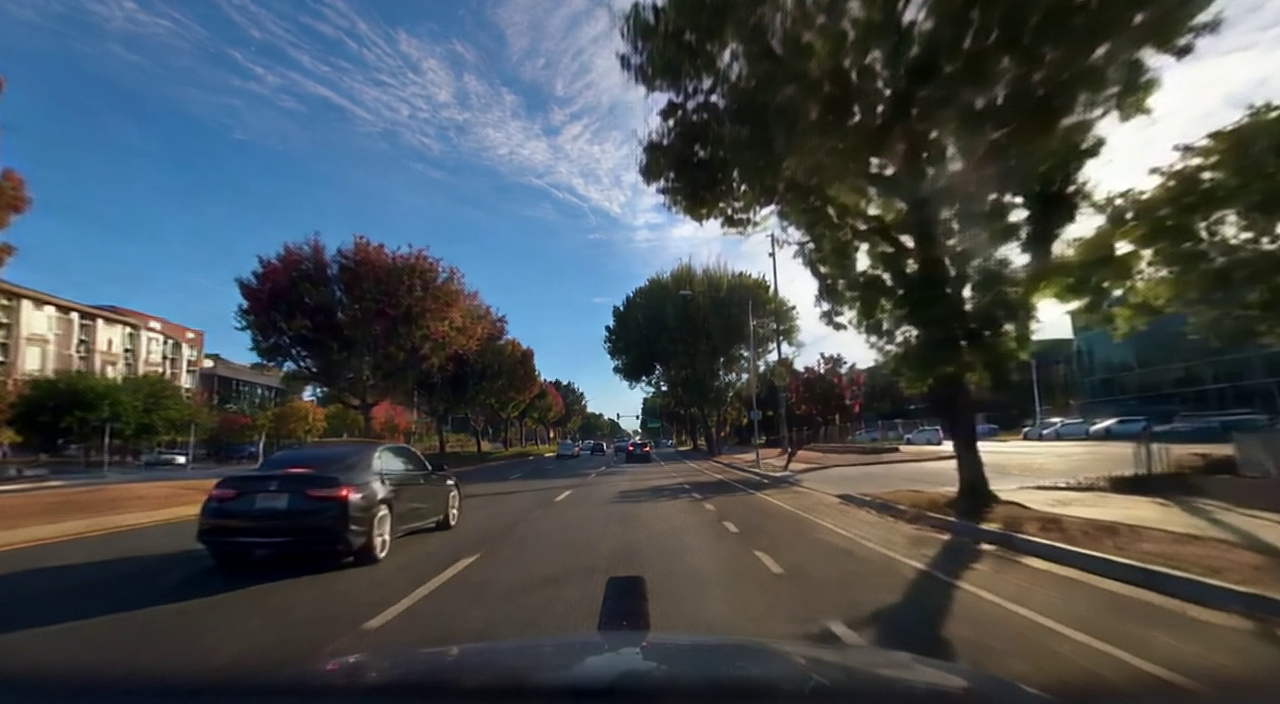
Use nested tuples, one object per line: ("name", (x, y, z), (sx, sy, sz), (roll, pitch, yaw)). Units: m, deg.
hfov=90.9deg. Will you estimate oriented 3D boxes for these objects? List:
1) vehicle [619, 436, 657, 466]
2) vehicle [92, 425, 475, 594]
("vehicle", (-0.117, 5.949, 38.050), (2.199, 1.652, 4.101), (0, -8, 0))
("vehicle", (-3.785, 1.744, 8.036), (1.942, 1.462, 4.905), (0, -8, 1))
